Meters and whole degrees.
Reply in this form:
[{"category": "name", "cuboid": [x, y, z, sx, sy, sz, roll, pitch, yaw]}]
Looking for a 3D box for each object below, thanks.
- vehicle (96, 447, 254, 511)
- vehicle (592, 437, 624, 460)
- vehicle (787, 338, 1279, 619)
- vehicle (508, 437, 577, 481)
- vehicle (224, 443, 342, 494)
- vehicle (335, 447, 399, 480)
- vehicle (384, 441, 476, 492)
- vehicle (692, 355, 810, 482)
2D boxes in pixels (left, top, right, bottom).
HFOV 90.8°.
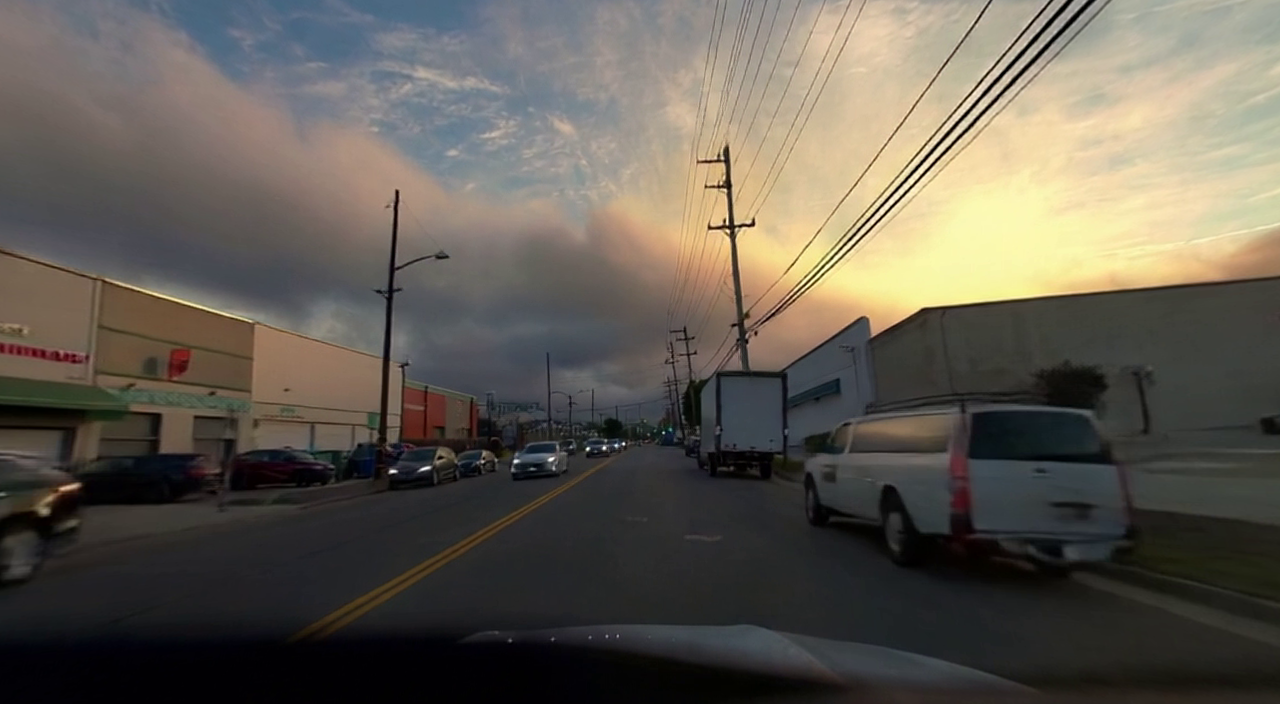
[{"category": "vehicle", "cuboid": [-14.498, 3.930, 20.052, 1.869, 1.633, 4.092, -5, -9, 1]}, {"category": "vehicle", "cuboid": [-2.378, 7.356, 48.180, 2.061, 1.679, 4.042, -1, -8, 2]}, {"category": "vehicle", "cuboid": [3.607, 1.360, 7.733, 2.249, 2.026, 6.211, -1, -8, 1]}, {"category": "vehicle", "cuboid": [-3.884, 4.332, 25.910, 2.020, 1.528, 4.258, -3, -9, 1]}, {"category": "vehicle", "cuboid": [-14.306, 4.651, 25.725, 2.001, 1.838, 4.855, 0, -8, 0]}, {"category": "vehicle", "cuboid": [-16.317, 6.640, 38.019, 2.101, 1.720, 4.554, -3, -8, -5]}, {"category": "vehicle", "cuboid": [-8.133, 4.413, 24.948, 1.954, 1.622, 4.761, -5, -8, 0]}, {"category": "vehicle", "cuboid": [3.651, 2.597, 23.225, 2.874, 3.757, 8.612, 1, -8, 1]}]
